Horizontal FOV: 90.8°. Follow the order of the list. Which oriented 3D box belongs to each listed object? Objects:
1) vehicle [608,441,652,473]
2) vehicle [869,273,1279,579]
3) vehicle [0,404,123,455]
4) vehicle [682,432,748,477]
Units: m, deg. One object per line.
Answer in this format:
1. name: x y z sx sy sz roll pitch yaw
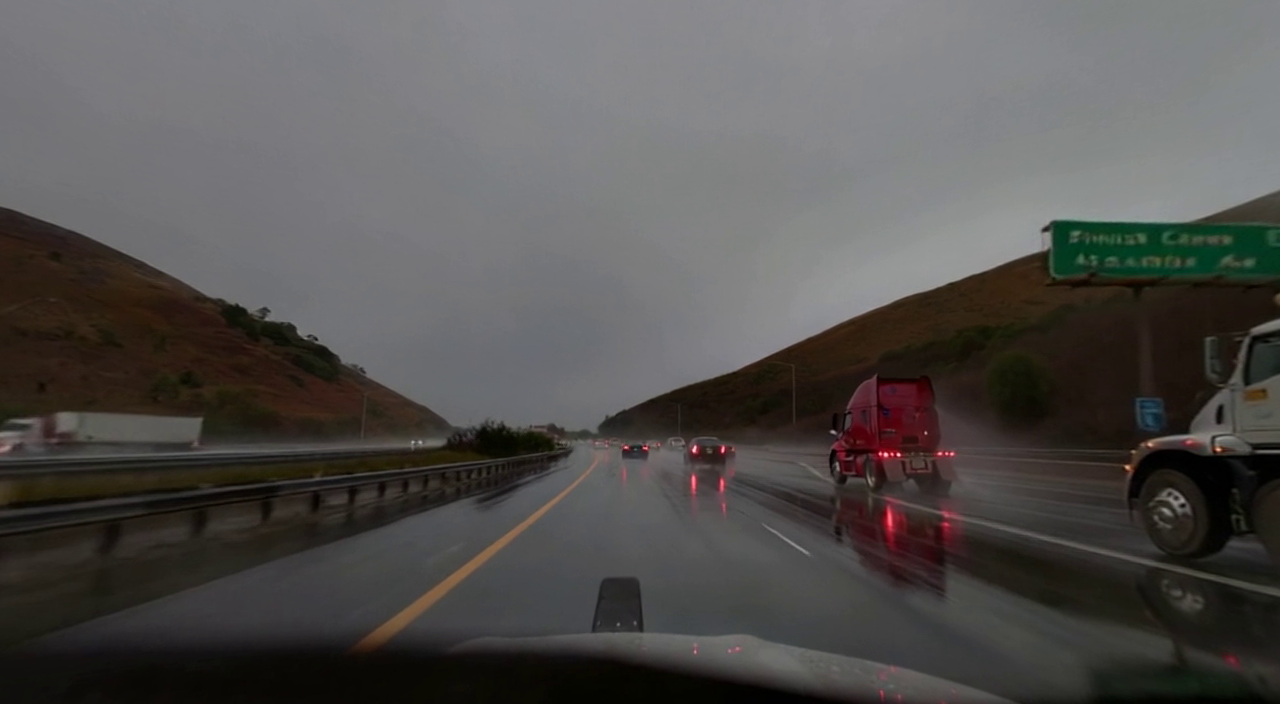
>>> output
1. vehicle: -0.568 5.371 32.460 2.083 1.477 3.965 0 -9 -3
2. vehicle: 7.329 1.393 10.949 2.880 2.975 9.608 0 -9 -2
3. vehicle: -40.469 5.472 43.735 2.845 3.202 8.020 0 -9 -3
4. vehicle: 3.171 4.480 27.729 2.098 1.794 4.561 0 -9 -4
